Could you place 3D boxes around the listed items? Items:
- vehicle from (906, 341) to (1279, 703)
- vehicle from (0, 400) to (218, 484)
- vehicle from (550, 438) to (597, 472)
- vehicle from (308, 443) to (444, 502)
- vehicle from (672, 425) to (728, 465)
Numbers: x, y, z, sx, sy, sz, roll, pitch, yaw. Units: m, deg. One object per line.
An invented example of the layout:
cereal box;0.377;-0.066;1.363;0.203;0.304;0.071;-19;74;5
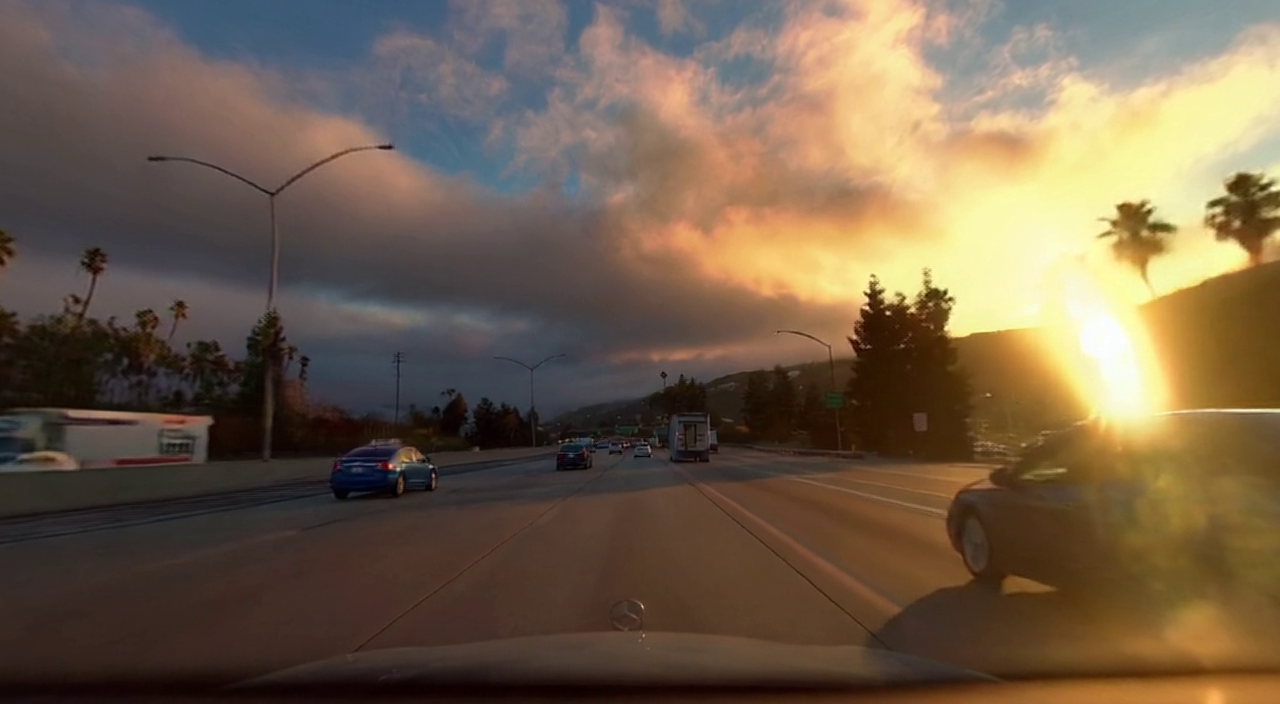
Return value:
vehicle;3.760;1.017;4.062;2.124;1.674;4.494;0;-9;0
vehicle;-31.969;5.388;37.089;2.901;3.928;16.262;0;-9;0
vehicle;-3.467;5.470;33.558;2.017;1.683;4.094;0;-9;0
vehicle;-7.481;3.429;18.409;2.050;1.487;4.372;0;-9;1
vehicle;4.280;7.229;48.741;2.891;2.596;15.534;0;-9;0
